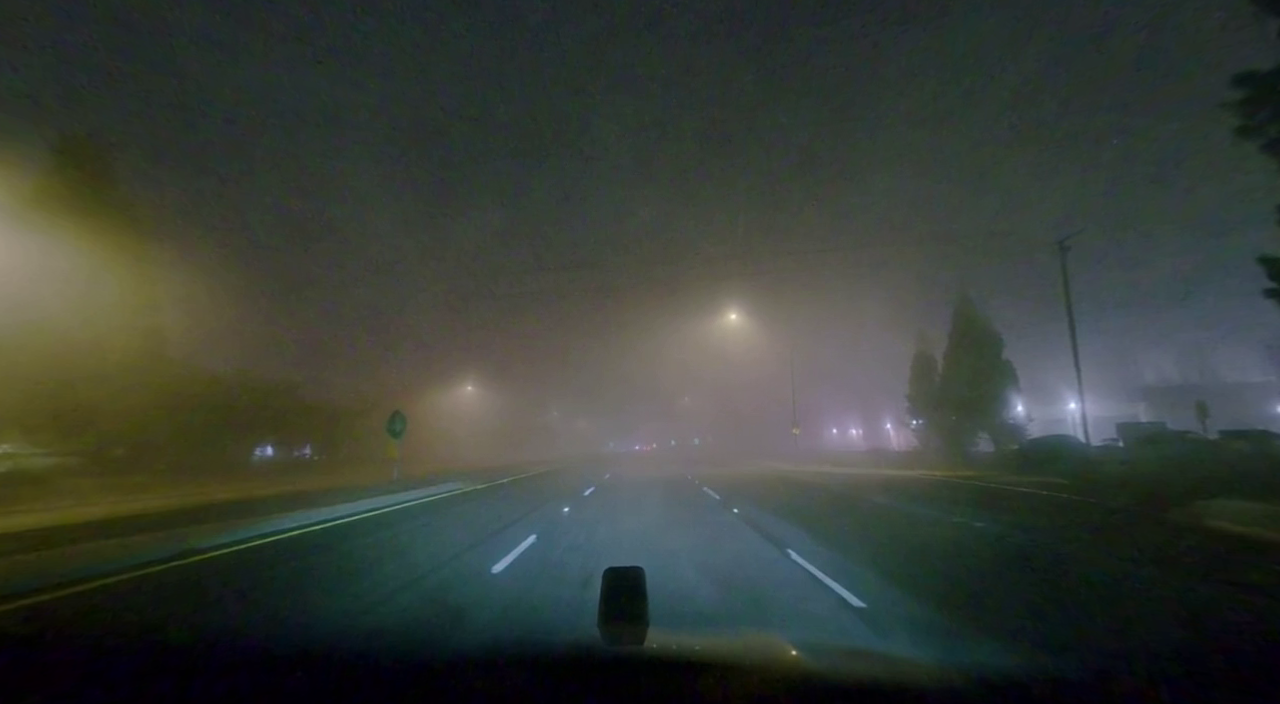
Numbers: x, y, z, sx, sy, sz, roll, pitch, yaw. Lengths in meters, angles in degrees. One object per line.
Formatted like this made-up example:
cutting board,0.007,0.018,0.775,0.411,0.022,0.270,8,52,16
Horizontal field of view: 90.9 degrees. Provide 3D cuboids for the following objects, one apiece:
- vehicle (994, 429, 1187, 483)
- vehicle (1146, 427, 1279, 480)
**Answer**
vehicle,17.966,4.146,25.428,5.770,1.844,2.360,-3,-7,5
vehicle,22.993,4.004,25.161,3.449,1.863,2.299,-3,-7,6
